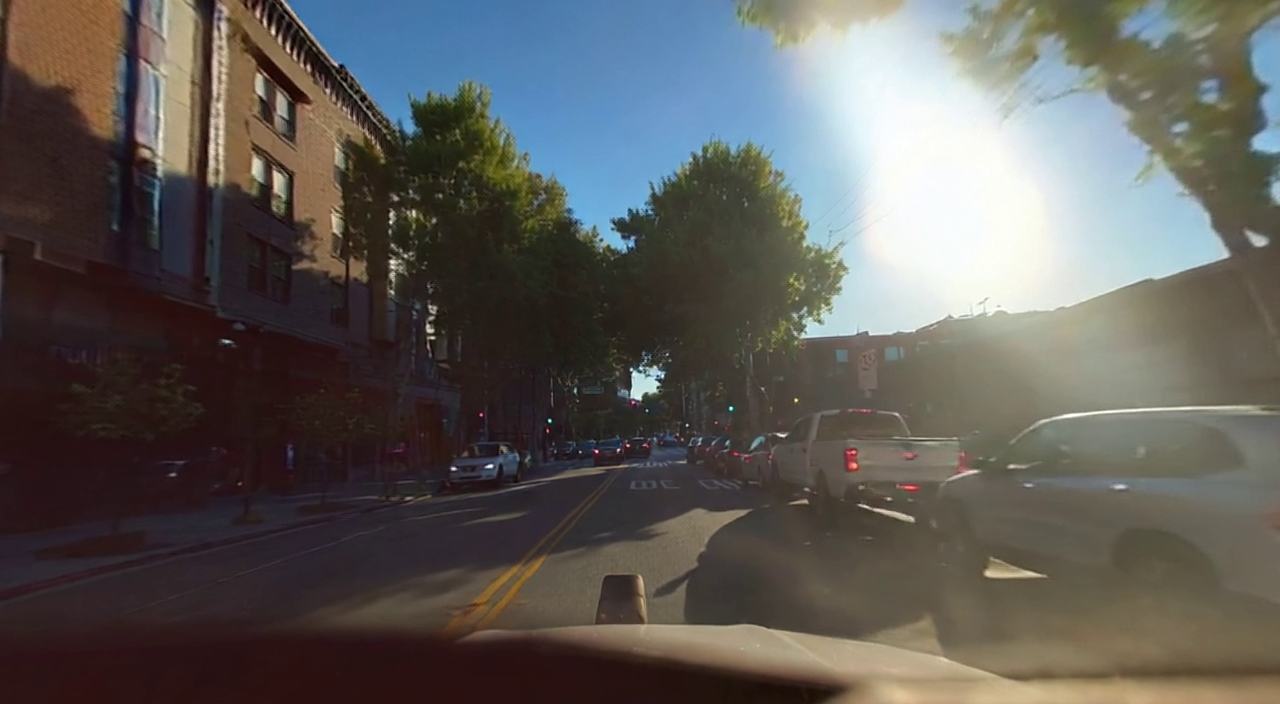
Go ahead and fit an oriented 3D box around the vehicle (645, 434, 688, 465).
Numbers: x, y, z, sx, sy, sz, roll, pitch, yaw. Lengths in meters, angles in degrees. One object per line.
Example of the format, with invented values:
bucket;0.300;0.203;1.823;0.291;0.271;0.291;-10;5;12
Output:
vehicle;1.572;5.585;36.197;2.111;1.619;4.077;-1;-9;7

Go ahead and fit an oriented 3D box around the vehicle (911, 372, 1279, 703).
vehicle;3.951;1.164;4.772;1.871;1.603;4.161;0;-8;-1

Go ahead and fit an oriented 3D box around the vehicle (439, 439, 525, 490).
vehicle;-5.913;4.248;24.268;2.013;1.772;4.439;-1;-8;2

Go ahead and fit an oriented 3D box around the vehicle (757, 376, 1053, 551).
vehicle;3.641;1.725;10.369;2.356;2.043;5.791;0;-8;0

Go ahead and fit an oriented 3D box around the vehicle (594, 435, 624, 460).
vehicle;-2.266;7.089;46.923;1.979;1.723;3.849;0;-8;1
